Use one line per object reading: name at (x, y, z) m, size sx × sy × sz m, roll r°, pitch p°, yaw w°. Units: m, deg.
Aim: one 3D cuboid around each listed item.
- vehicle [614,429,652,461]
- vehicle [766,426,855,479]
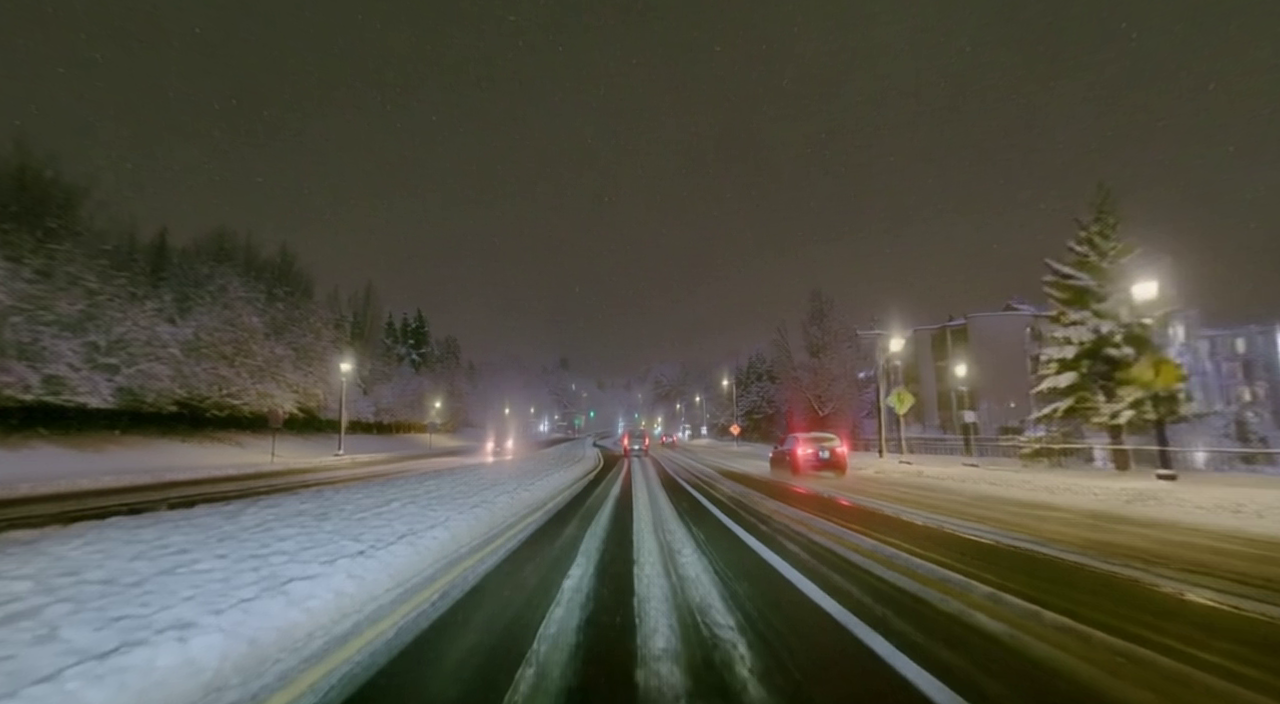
vehicle at (-0.426, 5.660, 38.295) m, size 2.193 × 1.794 × 4.457 m, roll 0°, pitch -9°, yaw -1°
vehicle at (6.357, 3.819, 24.127) m, size 2.026 × 1.804 × 4.565 m, roll 0°, pitch -9°, yaw -1°
